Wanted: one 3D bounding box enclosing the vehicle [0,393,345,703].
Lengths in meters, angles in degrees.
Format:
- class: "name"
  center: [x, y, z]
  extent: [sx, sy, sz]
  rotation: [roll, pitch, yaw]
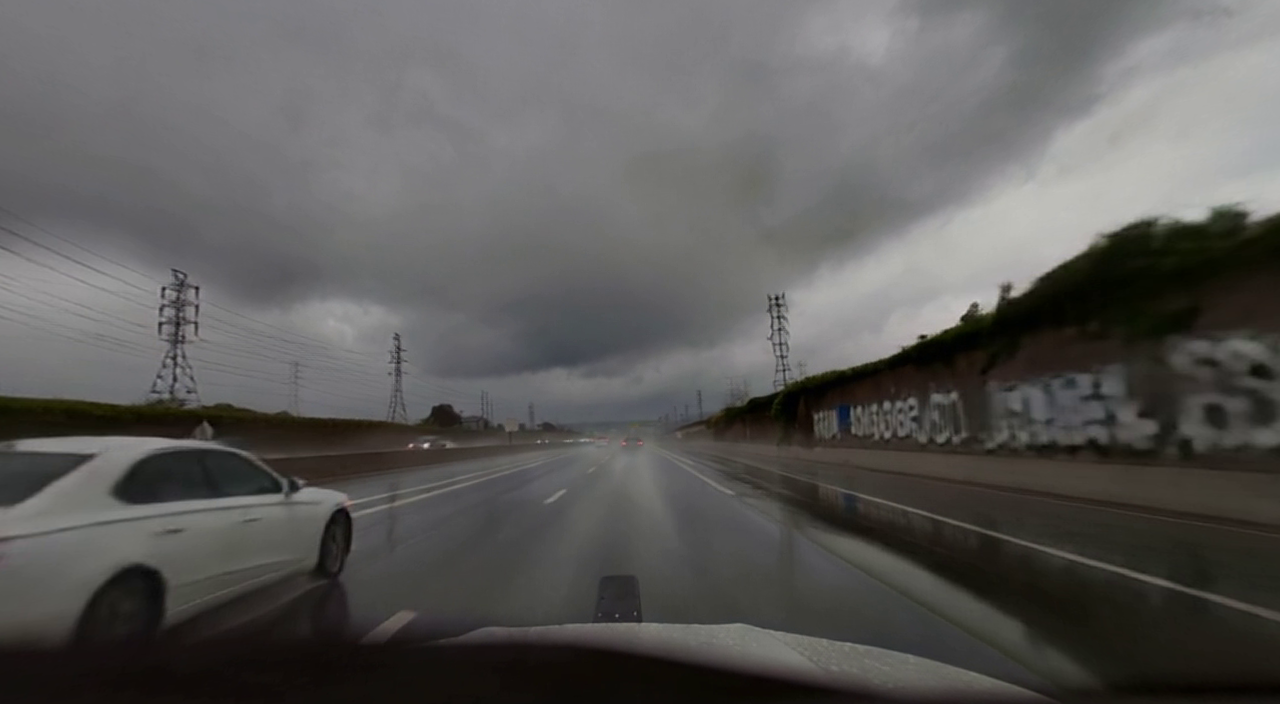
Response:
- class: "vehicle"
  center: [-3.566, 0.989, 3.005]
  extent: [2.000, 1.513, 4.901]
  rotation: [0, -8, -1]
